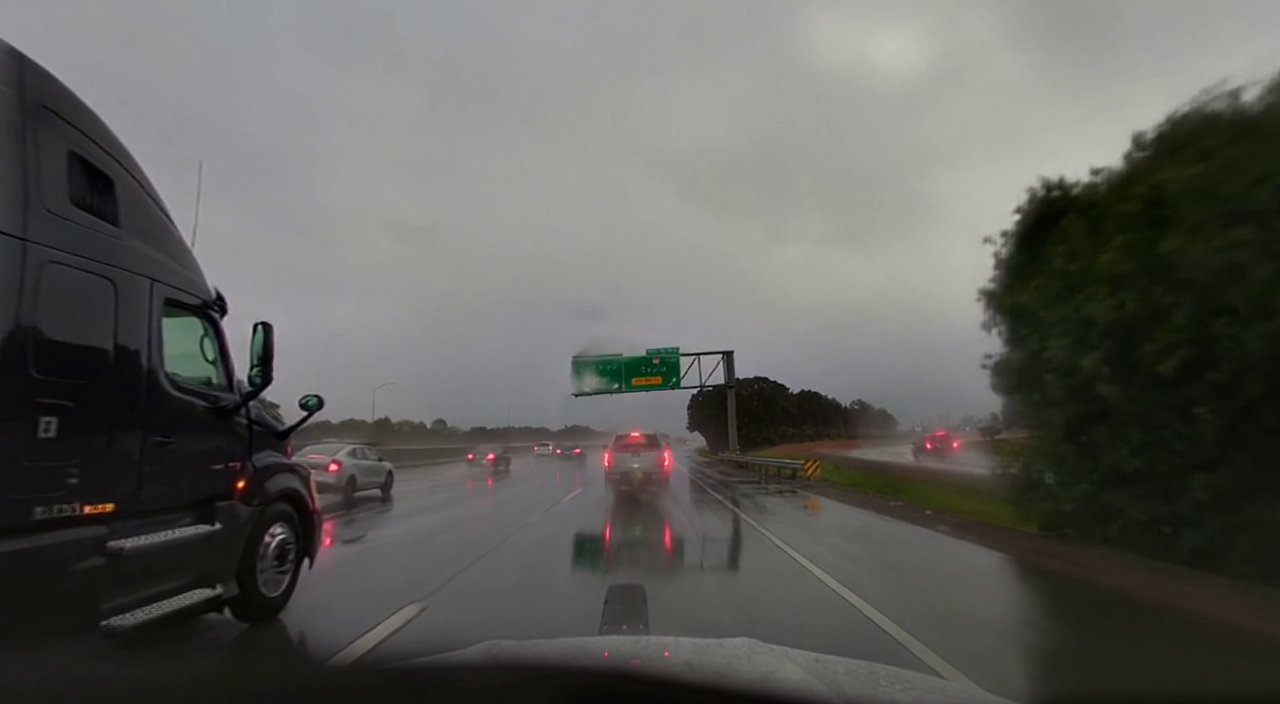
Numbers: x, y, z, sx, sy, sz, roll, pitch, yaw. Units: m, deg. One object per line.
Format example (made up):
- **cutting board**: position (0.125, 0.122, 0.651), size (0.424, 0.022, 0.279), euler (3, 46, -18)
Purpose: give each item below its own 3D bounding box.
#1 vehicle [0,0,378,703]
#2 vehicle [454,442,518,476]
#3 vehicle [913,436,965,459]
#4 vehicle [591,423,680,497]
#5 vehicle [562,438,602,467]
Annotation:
- **vehicle**: position (-3.921, -0.449, 0.916), size (2.990, 3.885, 8.540), euler (-1, -9, 3)
- **vehicle**: position (-7.217, 5.046, 29.954), size (1.869, 1.466, 4.217), euler (0, -9, 1)
- **vehicle**: position (20.465, 6.592, 43.333), size (1.918, 1.472, 4.782), euler (-2, -9, 9)
- **vehicle**: position (-0.104, 2.922, 17.359), size (2.152, 1.779, 3.924), euler (0, -9, 0)
- **vehicle**: position (-3.423, 6.013, 37.929), size (1.952, 1.649, 4.131), euler (0, -9, 1)
